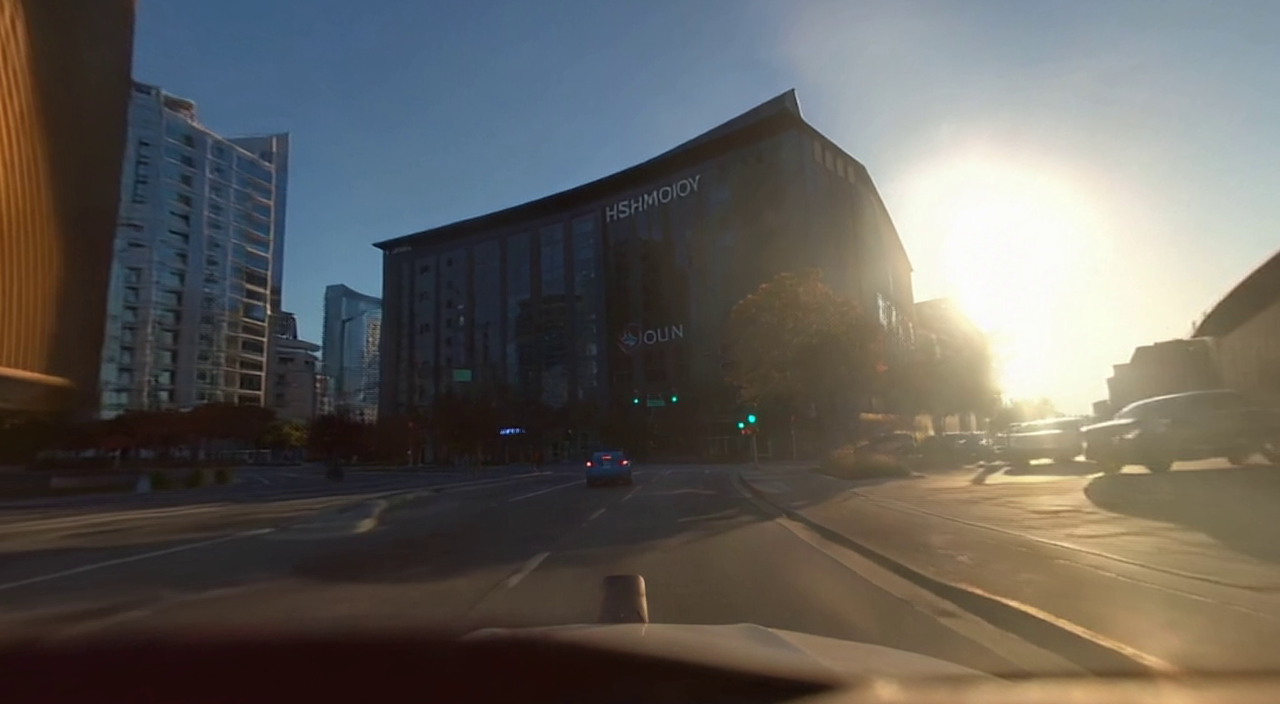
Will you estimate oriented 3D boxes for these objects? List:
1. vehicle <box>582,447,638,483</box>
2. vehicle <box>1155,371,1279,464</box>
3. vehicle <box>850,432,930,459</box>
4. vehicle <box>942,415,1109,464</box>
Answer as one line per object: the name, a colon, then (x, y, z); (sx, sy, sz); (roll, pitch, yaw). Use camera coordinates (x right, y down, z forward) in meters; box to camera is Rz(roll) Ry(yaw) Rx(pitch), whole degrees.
vehicle: (-1.298, 5.122, 28.855); (1.971, 1.486, 4.380); (-1, -9, 5)
vehicle: (13.501, 1.324, 12.424); (4.649, 1.695, 2.154); (-1, -9, 3)
vehicle: (15.542, 5.868, 39.335); (4.120, 1.558, 1.959); (-1, -9, 3)
vehicle: (14.615, 3.374, 24.147); (4.904, 1.755, 2.114); (-1, -9, 4)
